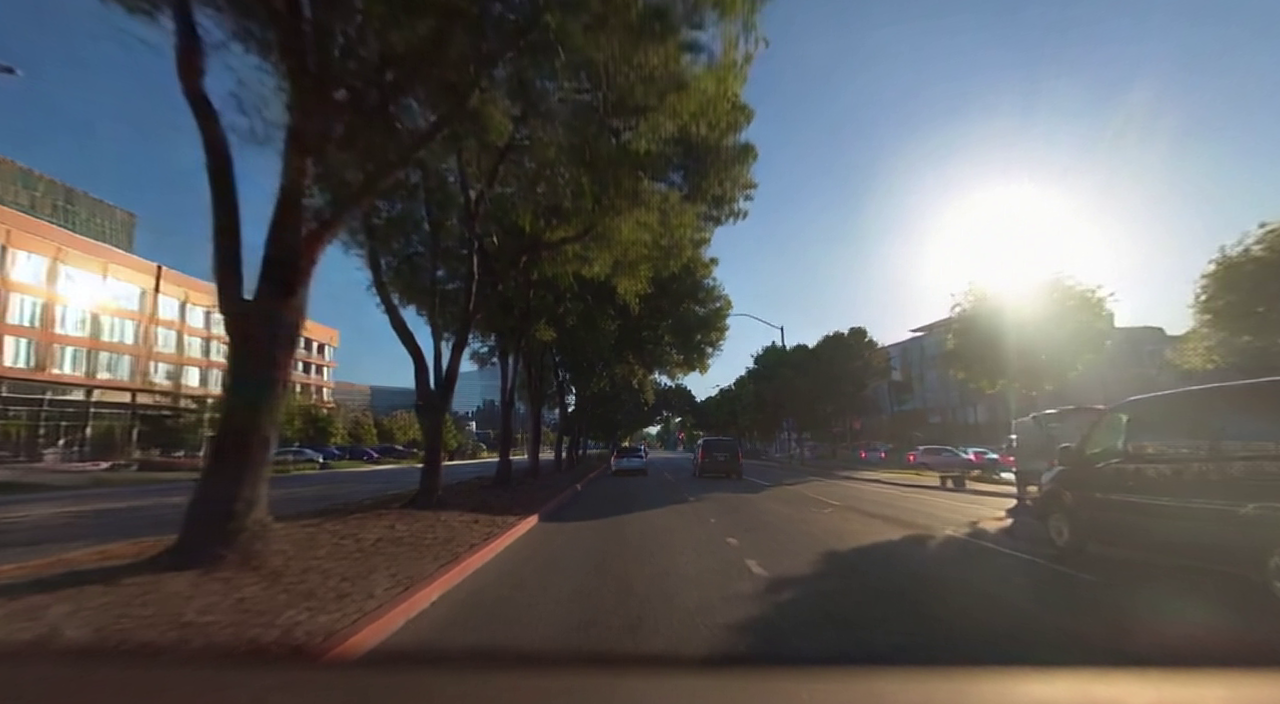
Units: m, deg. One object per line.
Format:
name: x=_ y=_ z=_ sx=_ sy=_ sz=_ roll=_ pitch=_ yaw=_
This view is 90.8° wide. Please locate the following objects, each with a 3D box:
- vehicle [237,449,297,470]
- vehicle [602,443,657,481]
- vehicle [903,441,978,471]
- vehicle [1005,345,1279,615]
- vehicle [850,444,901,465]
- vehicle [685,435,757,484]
vehicle: x=-29.133 y=8.392 z=49.515 sx=1.877 sy=1.455 sz=4.629 roll=0 pitch=-8 yaw=0
vehicle: x=-0.453 y=4.505 z=26.154 sx=2.095 sy=1.456 sz=3.873 roll=0 pitch=-8 yaw=-1
vehicle: x=17.130 y=5.926 z=36.287 sx=2.065 sy=1.603 sz=4.264 roll=0 pitch=-8 yaw=-2
vehicle: x=6.377 y=1.136 z=5.853 sx=2.573 sy=2.127 sz=5.568 roll=0 pitch=-8 yaw=-1
vehicle: x=18.297 y=7.981 z=49.370 sx=2.017 sy=1.466 sz=4.733 roll=0 pitch=-8 yaw=-3
vehicle: x=3.001 y=4.100 z=24.354 sx=2.047 sy=1.711 sz=4.265 roll=0 pitch=-8 yaw=-2
